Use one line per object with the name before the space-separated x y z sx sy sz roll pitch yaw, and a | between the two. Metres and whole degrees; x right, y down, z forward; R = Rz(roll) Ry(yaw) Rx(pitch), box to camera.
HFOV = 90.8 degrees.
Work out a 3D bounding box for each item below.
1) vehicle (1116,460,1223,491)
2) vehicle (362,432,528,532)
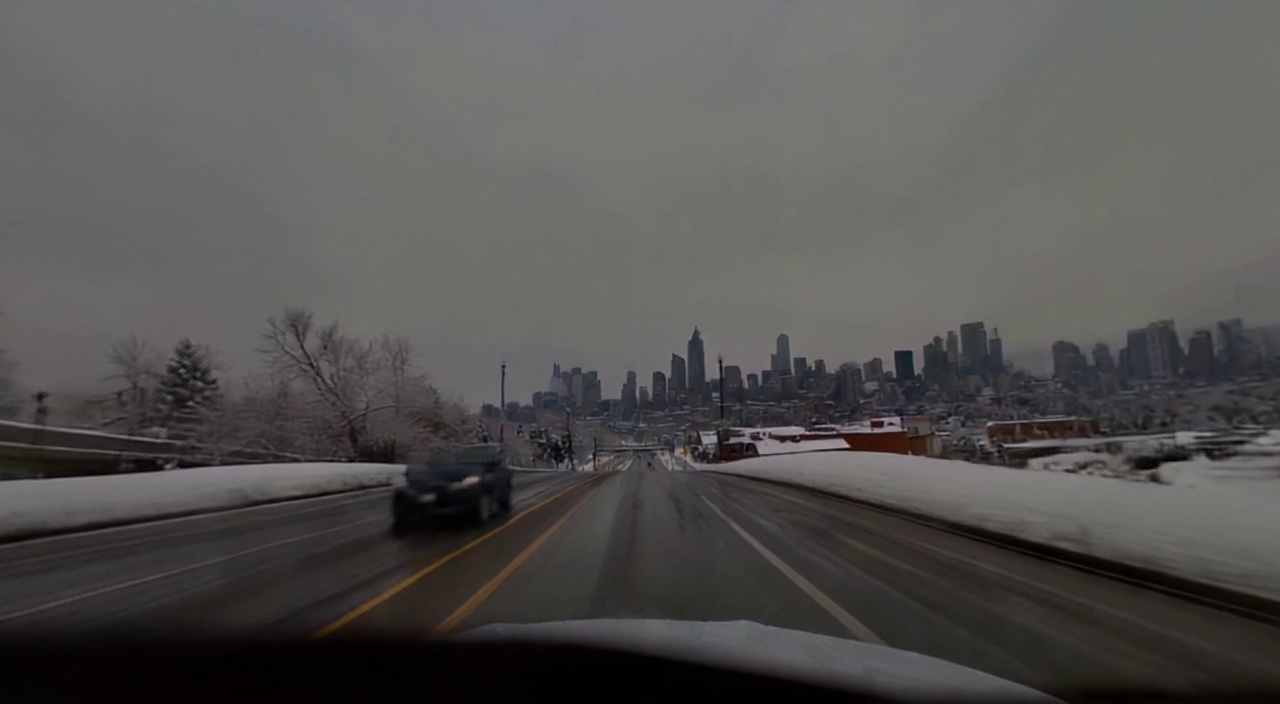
vehicle | 27.712 6.485 33.159 3.924 1.457 1.716 0 -15 -2
vehicle | -3.868 2.651 13.493 2.096 1.743 4.420 0 -9 0
